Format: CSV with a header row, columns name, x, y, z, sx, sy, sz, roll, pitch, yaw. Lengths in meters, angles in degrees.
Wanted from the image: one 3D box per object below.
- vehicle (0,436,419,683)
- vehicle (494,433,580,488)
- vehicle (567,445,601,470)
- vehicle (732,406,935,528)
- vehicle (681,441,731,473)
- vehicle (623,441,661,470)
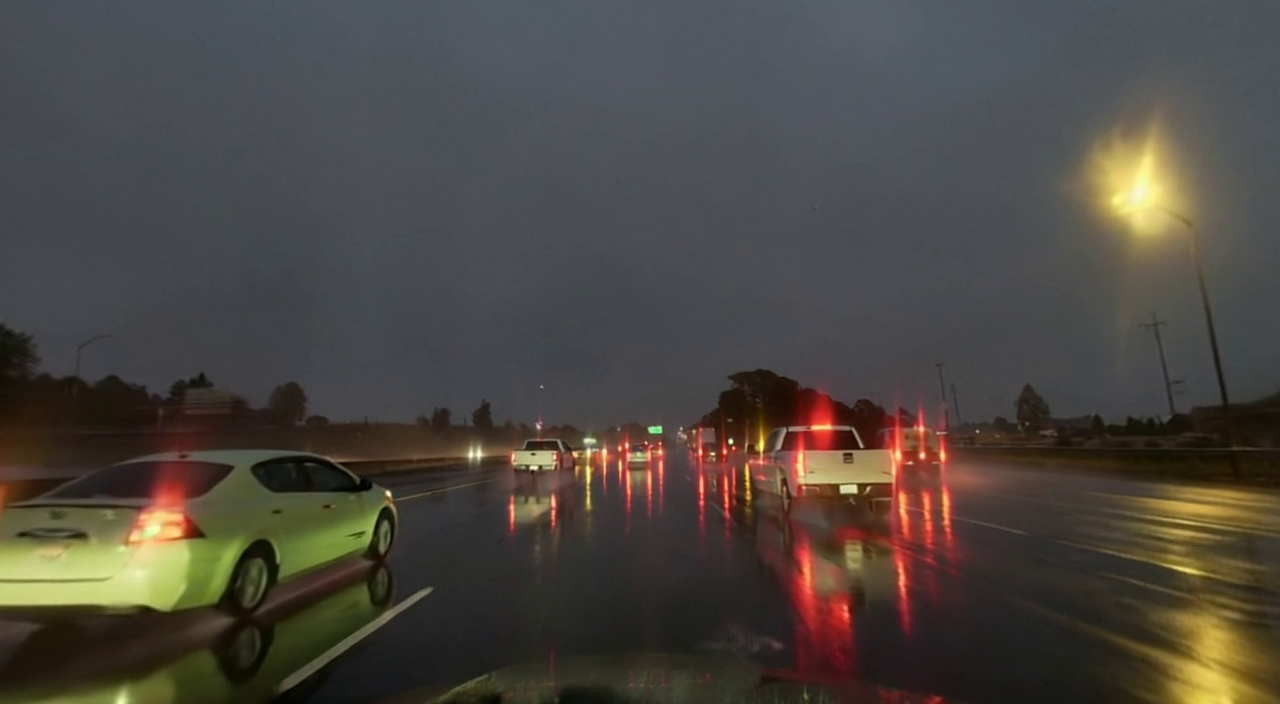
name,x,y,z,sx,sy,sz,roll,pitch,yaw
vehicle,-3.854,1.542,5.906,1.947,1.424,4.264,0,-9,1
vehicle,-3.622,3.939,23.170,2.176,1.783,4.799,0,-9,2
vehicle,-3.591,6.848,41.118,1.907,1.484,3.954,0,-9,0
vehicle,3.523,2.265,12.931,2.340,1.925,5.529,0,-9,-1
vehicle,3.546,5.731,34.655,2.145,1.636,4.437,1,-9,-1
vehicle,0.091,6.215,37.972,2.147,1.572,4.094,0,-9,0
